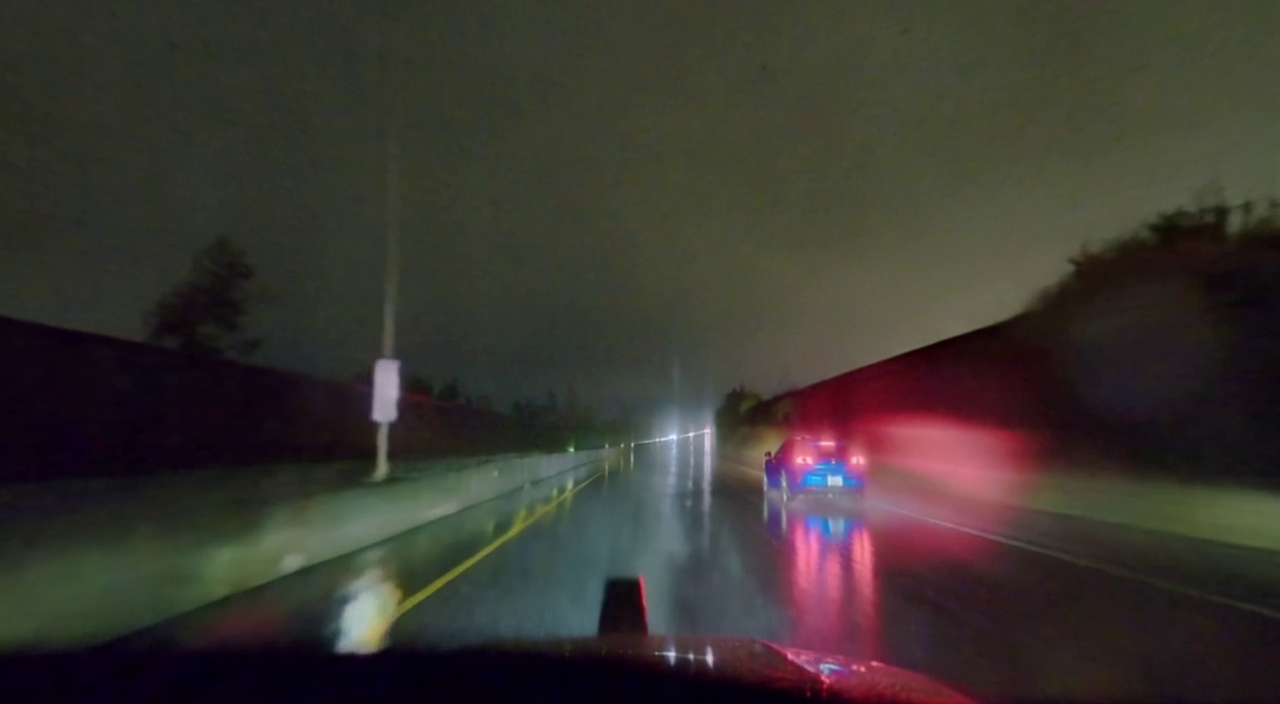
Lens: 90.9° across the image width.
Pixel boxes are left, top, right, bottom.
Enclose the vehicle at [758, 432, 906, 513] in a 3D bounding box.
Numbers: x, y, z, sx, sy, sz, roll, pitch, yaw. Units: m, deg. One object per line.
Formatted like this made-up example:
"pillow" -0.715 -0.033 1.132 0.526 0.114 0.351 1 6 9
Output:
"vehicle" 4.052 2.609 14.109 1.997 1.515 4.025 0 -9 0
